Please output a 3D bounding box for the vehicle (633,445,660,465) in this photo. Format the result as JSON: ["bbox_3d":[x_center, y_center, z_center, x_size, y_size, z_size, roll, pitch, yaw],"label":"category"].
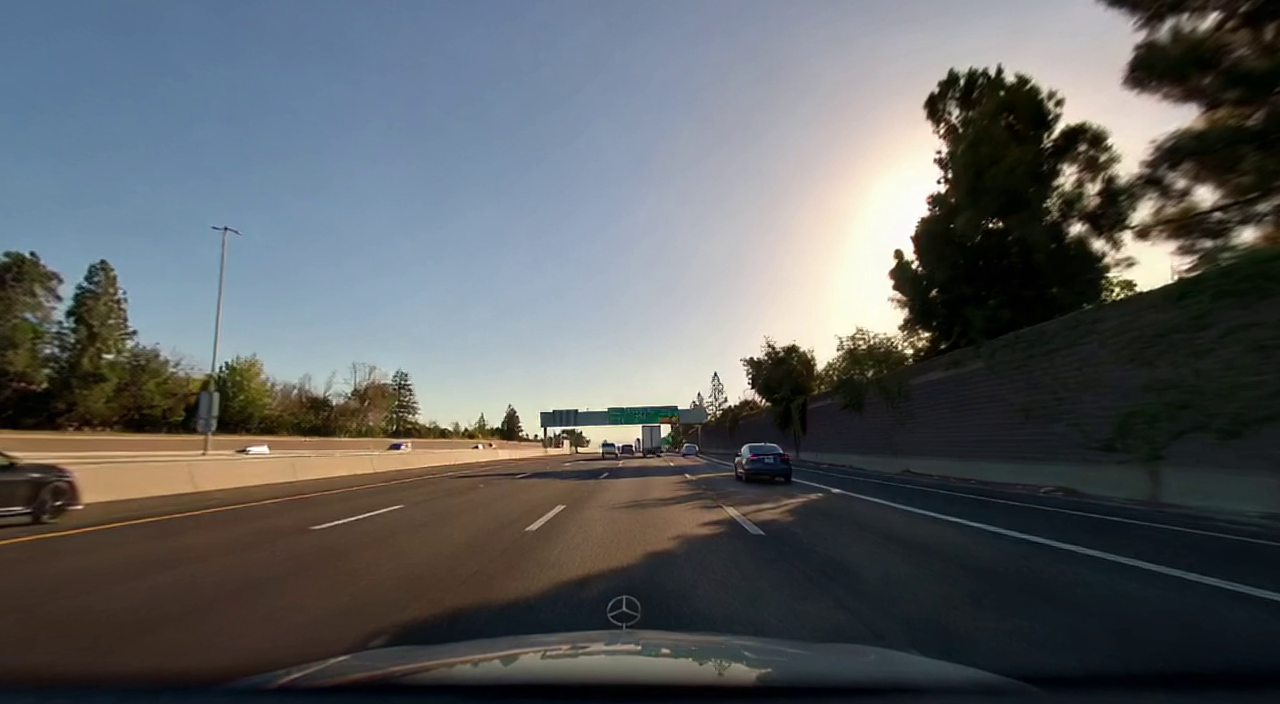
[{"bbox_3d":[0.428,7.858,48.103,1.946,1.493,4.083,0,-9,-1],"label":"vehicle"}]

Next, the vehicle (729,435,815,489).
[{"bbox_3d":[4.365,3.719,21.493,2.046,1.655,4.143,0,-9,0],"label":"vehicle"}]
